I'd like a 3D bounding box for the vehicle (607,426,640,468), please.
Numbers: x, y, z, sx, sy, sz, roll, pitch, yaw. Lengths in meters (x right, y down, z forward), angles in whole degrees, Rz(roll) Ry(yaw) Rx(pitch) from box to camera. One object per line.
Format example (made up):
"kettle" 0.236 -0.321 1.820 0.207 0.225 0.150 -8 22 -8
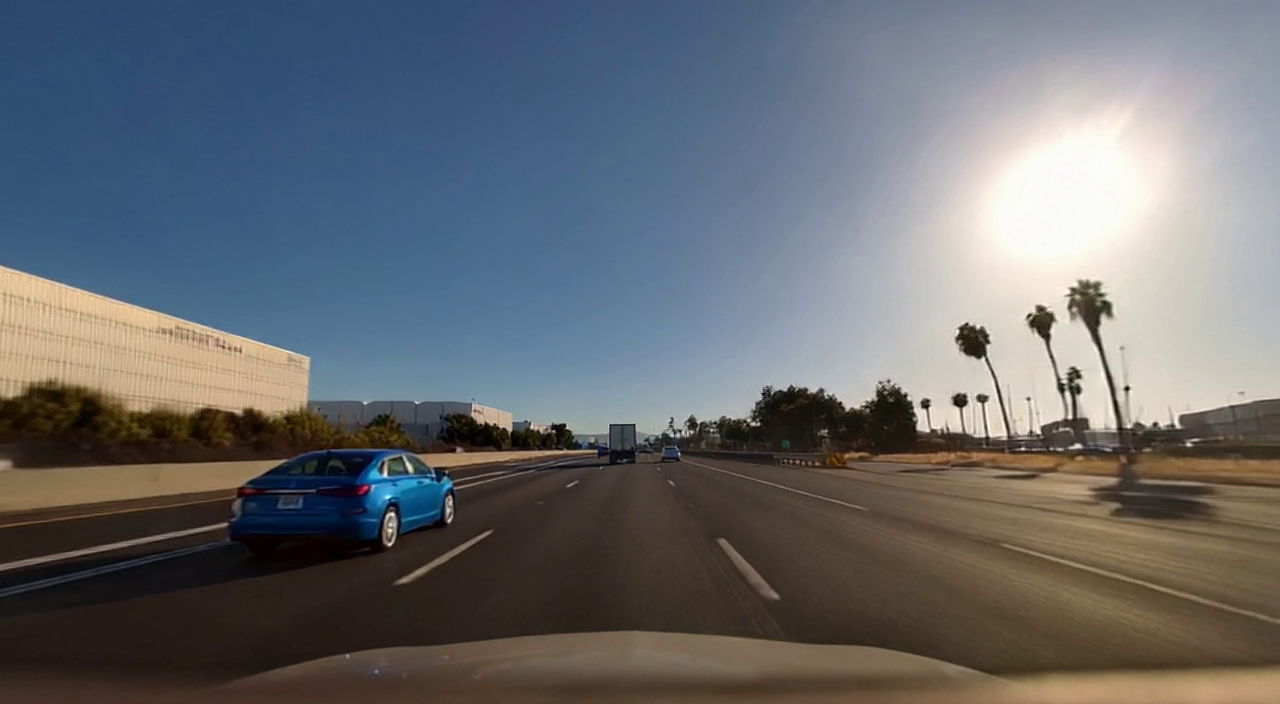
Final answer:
"vehicle" -1.252 7.275 48.439 2.364 2.953 6.495 0 -9 -2

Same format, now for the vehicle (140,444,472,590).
"vehicle" -3.931 1.981 8.531 2.097 1.447 4.291 0 -9 1
